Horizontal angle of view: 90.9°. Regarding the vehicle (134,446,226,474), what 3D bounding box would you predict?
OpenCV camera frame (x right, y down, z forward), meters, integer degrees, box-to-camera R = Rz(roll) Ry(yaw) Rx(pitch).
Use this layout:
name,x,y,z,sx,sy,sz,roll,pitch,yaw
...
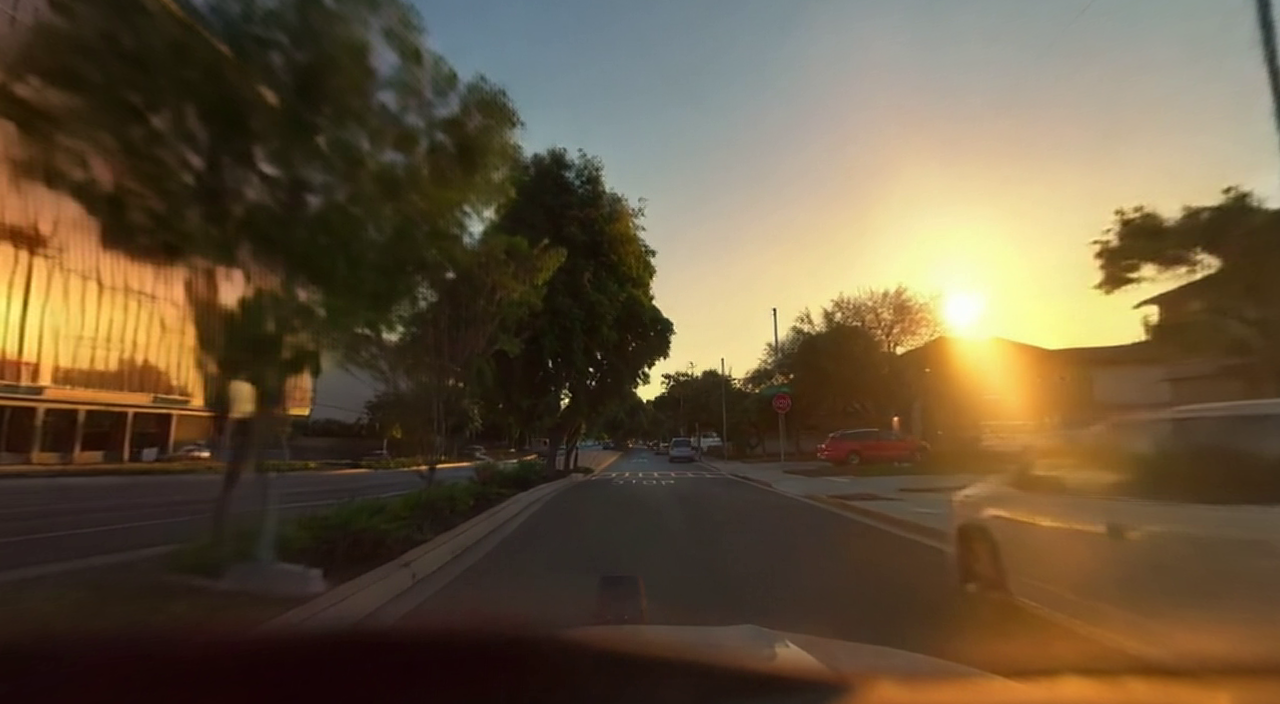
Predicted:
name,x,y,z,sx,sy,sz,roll,pitch,yaw
vehicle,-26.231,6.140,36.158,1.811,1.467,4.508,0,-9,1

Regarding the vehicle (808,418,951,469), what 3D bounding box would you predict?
name,x,y,z,sx,sy,sz,roll,pitch,yaw
vehicle,9.652,3.735,25.731,4.823,1.667,2.165,-4,-9,0

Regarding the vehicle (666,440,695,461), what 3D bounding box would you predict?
name,x,y,z,sx,sy,sz,roll,pitch,yaw
vehicle,2.995,7.430,47.584,1.990,1.508,4.123,0,-9,1

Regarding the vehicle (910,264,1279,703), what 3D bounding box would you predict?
name,x,y,z,sx,sy,sz,roll,pitch,yaw
vehicle,3.066,0.721,2.448,2.067,1.846,4.384,0,-9,0

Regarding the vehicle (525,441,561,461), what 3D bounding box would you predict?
name,x,y,z,sx,sy,sz,roll,pitch,yaw
vehicle,-7.579,7.781,49.492,2.024,1.532,3.863,-1,-9,4
